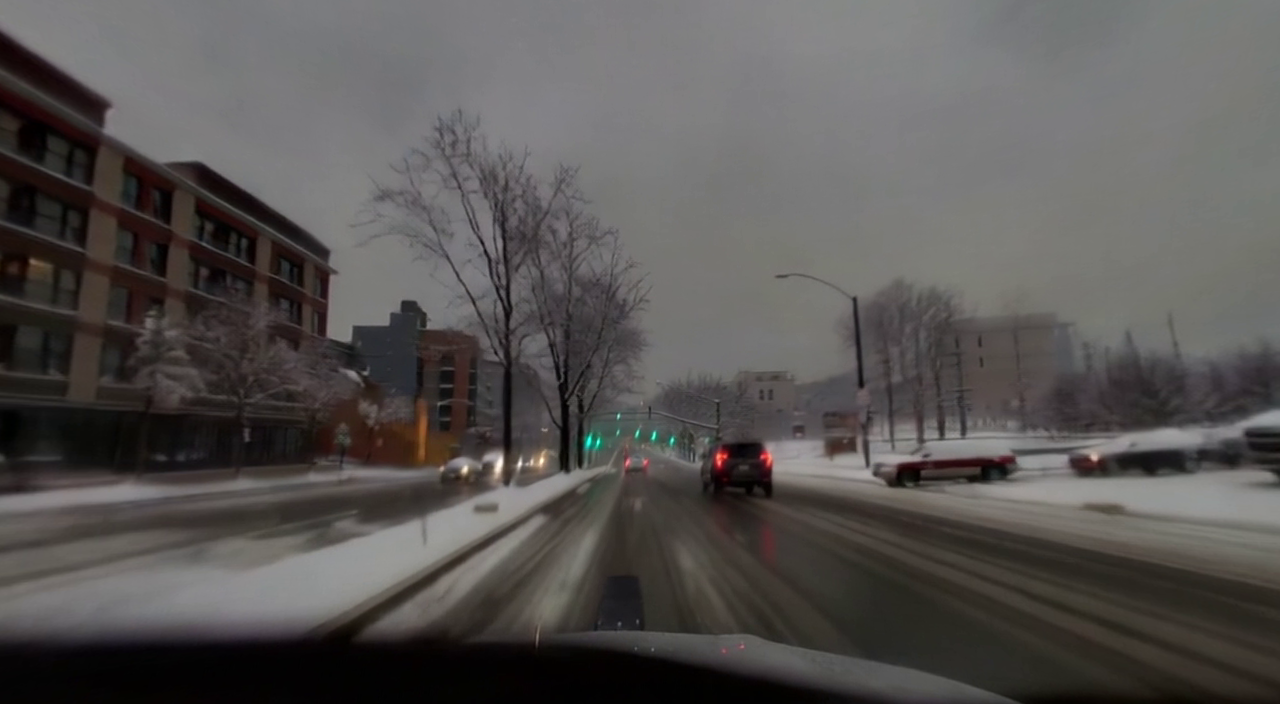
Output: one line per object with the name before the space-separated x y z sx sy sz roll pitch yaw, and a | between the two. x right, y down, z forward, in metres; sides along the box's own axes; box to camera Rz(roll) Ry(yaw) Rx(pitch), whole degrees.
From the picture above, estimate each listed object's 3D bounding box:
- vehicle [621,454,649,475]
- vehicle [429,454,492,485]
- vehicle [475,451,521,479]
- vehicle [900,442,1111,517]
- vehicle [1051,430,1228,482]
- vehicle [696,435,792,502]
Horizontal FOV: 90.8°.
vehicle | -0.460 8.728 49.304 2.059 1.492 4.033 0 -8 -2
vehicle | -9.343 6.141 33.291 1.905 1.451 4.425 0 -8 2
vehicle | -9.533 7.584 42.760 1.939 1.744 5.079 0 -8 0
vehicle | 8.634 3.001 15.648 1.940 1.512 5.129 0 -8 -3
vehicle | 16.956 3.527 21.575 4.612 1.632 1.858 1 -8 -6
vehicle | 3.155 3.638 20.243 2.129 1.844 4.767 0 -8 -2
